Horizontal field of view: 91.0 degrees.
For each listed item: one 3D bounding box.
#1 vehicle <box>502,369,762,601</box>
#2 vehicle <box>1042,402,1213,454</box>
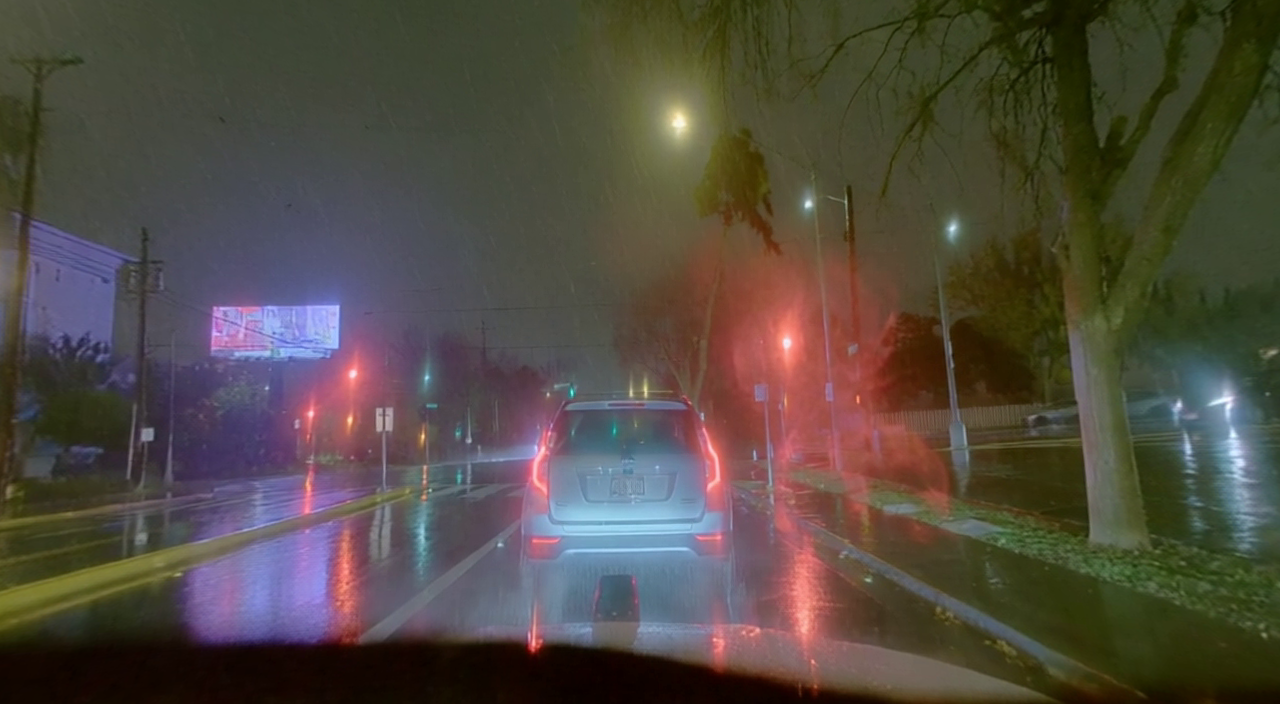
[{"bbox_3d":[-0.063,1.374,7.212,2.142,1.904,3.816,-1,-8,0],"label":"vehicle"},{"bbox_3d":[15.270,2.446,19.940,3.750,1.502,1.781,-2,-8,13],"label":"vehicle"}]
